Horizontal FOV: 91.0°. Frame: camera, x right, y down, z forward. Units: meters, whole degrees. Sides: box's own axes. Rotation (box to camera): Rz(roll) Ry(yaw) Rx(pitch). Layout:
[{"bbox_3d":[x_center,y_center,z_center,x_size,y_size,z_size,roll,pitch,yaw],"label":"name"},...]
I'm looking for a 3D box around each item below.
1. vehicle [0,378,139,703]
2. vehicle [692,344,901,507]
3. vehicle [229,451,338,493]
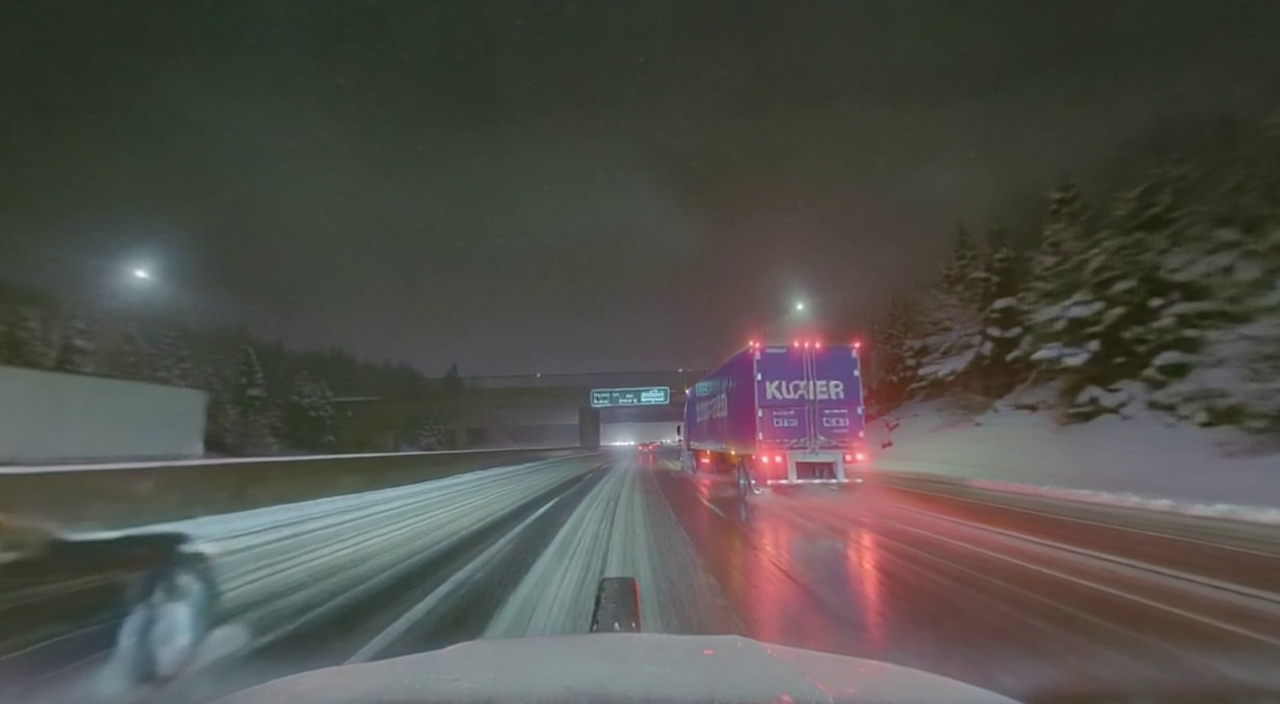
[{"bbox_3d":[-3.307,0.637,0.421,2.276,1.551,4.484,0,-8,-1],"label":"vehicle"},{"bbox_3d":[3.891,2.393,19.628,3.306,3.531,11.717,0,-8,-1],"label":"vehicle"},{"bbox_3d":[-15.062,5.055,26.888,2.177,1.567,4.098,-1,-8,1],"label":"vehicle"}]
